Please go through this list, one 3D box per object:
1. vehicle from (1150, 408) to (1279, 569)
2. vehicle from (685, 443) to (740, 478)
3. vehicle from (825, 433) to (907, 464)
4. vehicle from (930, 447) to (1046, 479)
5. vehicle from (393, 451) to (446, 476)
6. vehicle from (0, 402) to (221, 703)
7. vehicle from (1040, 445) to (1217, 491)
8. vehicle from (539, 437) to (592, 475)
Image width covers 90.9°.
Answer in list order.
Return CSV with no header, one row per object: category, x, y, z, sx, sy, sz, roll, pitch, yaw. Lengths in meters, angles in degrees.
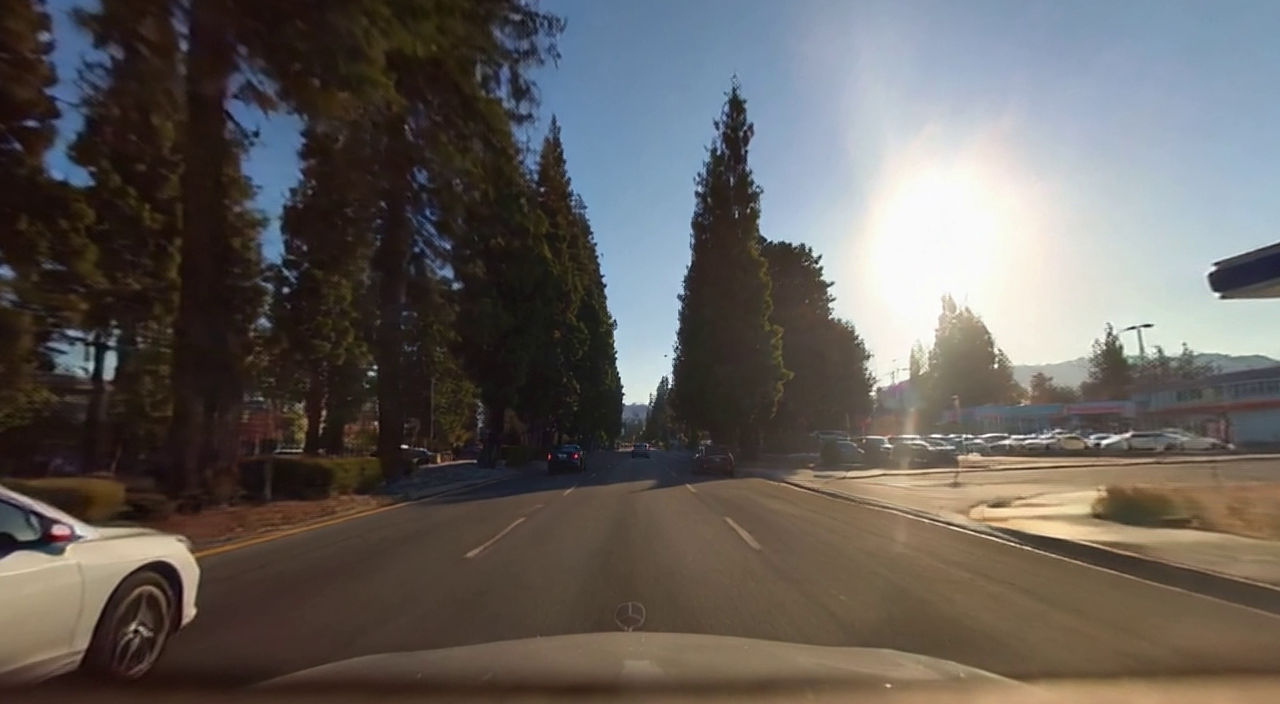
vehicle,9.305,1.631,7.739,4.526,1.768,2.056,1,-9,-8
vehicle,3.309,5.055,29.652,2.010,1.486,4.498,0,-9,-1
vehicle,14.118,6.081,39.744,2.097,1.779,4.720,4,-9,-24
vehicle,16.818,5.328,30.525,4.717,1.461,1.874,2,-9,-11
vehicle,-14.717,7.437,42.293,1.977,1.491,4.496,1,-8,-1
vehicle,-3.924,0.831,1.760,1.988,1.530,5.155,0,-9,0
vehicle,16.749,3.982,21.739,4.624,1.460,1.901,1,-9,-4
vehicle,-3.645,5.204,31.647,2.051,1.747,4.370,0,-9,1
